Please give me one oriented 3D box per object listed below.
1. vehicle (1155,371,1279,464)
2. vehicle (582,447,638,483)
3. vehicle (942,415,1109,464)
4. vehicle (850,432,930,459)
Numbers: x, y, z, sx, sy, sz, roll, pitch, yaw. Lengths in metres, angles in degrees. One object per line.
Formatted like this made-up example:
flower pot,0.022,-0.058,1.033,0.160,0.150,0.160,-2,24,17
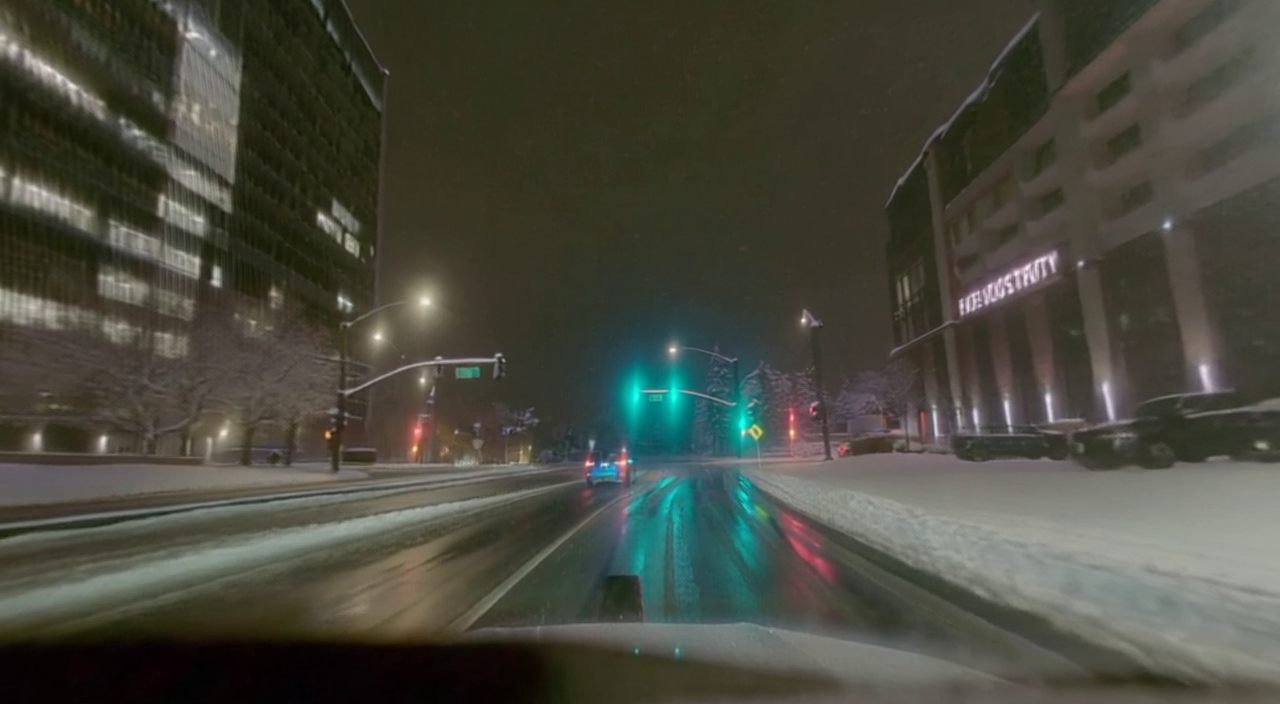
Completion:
vehicle,13.501,1.324,12.424,4.649,1.695,2.154,-1,-9,3
vehicle,-1.298,5.122,28.855,1.971,1.486,4.380,-1,-9,5
vehicle,14.615,3.374,24.147,4.904,1.755,2.114,-1,-9,4
vehicle,15.542,5.868,39.335,4.120,1.558,1.959,-1,-9,3
